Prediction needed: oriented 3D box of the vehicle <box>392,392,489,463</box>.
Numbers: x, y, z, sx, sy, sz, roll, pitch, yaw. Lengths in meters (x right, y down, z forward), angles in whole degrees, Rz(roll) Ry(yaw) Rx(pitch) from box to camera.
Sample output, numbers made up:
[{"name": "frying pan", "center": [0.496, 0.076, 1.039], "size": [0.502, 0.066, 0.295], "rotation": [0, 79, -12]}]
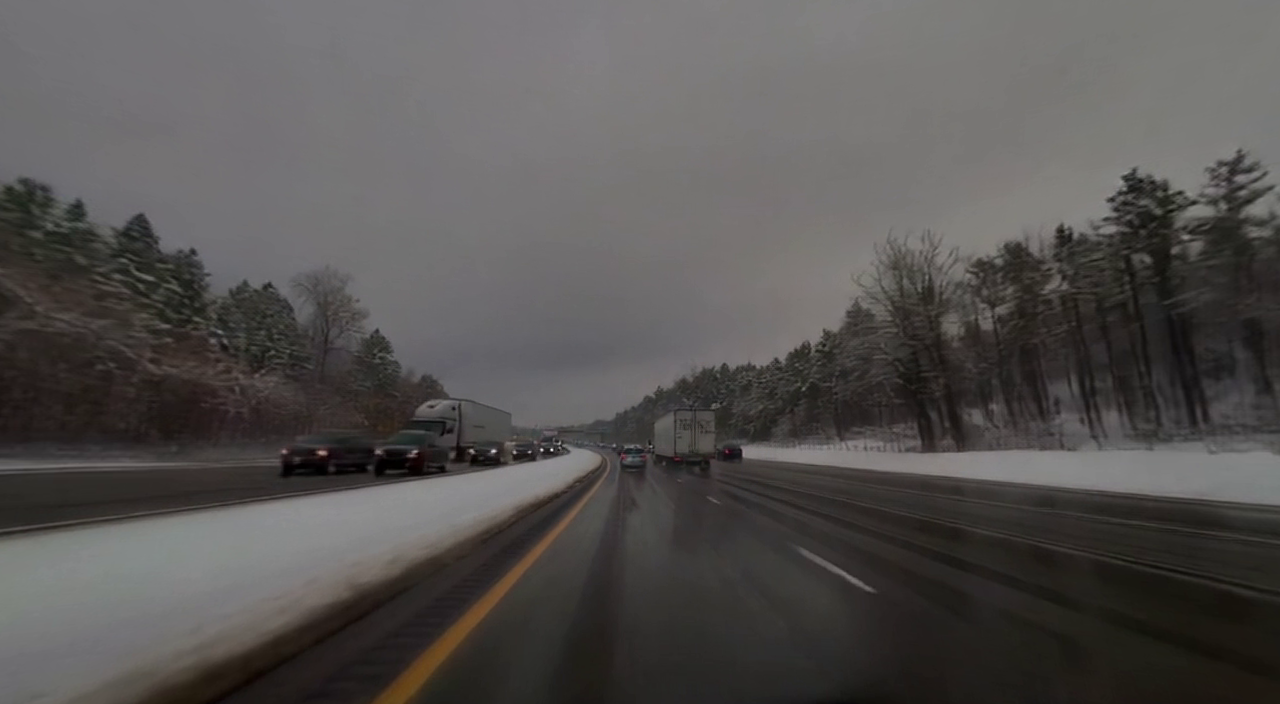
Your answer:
[{"name": "vehicle", "center": [-12.211, 4.949, 39.853], "size": [2.937, 3.843, 10.296], "rotation": [0, -9, -1]}]

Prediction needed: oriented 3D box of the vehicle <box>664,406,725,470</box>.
[{"name": "vehicle", "center": [3.657, 6.424, 46.130], "size": [2.931, 4.009, 12.800], "rotation": [0, -9, -2]}]

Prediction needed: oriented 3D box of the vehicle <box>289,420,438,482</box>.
[{"name": "vehicle", "center": [-7.459, 2.780, 17.702], "size": [1.958, 1.489, 4.997], "rotation": [0, -9, -1]}]

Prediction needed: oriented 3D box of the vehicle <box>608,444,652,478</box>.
[{"name": "vehicle", "center": [-0.513, 5.485, 31.901], "size": [2.111, 1.599, 3.859], "rotation": [0, -9, -1]}]

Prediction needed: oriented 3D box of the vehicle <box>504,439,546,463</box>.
[{"name": "vehicle", "center": [-7.858, 6.822, 43.411], "size": [1.993, 1.486, 5.318], "rotation": [0, -9, -1]}]
